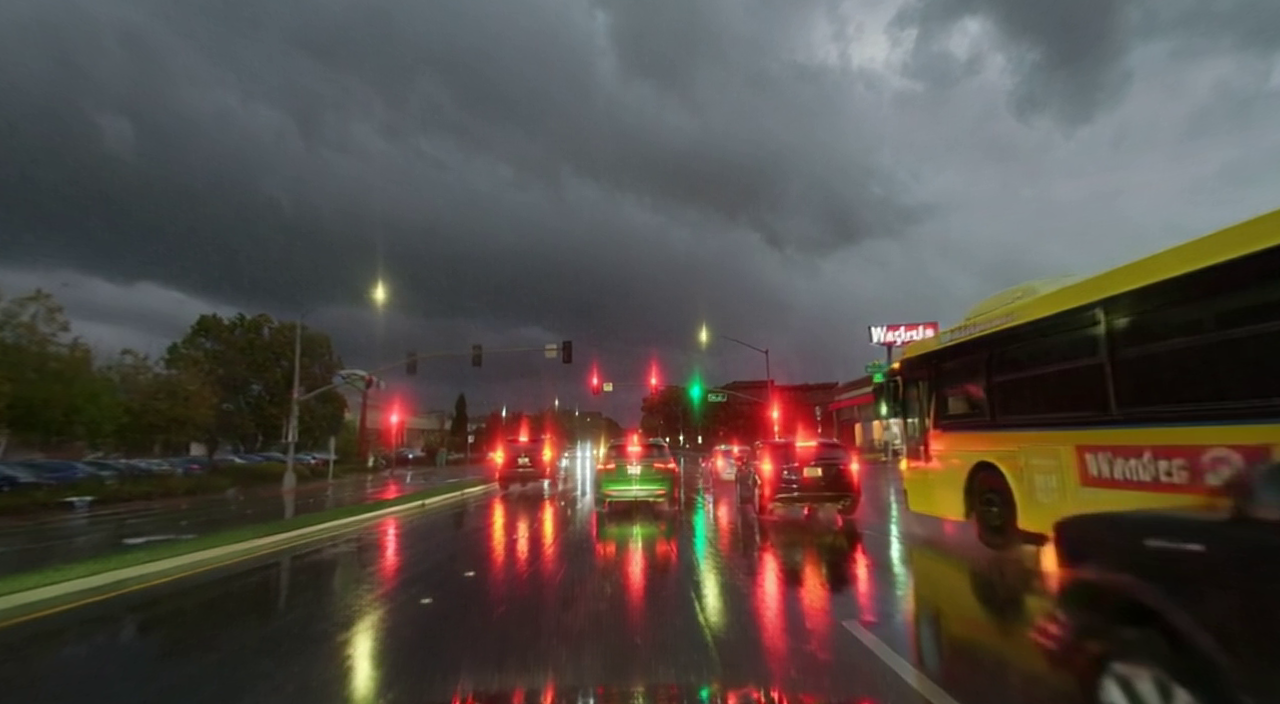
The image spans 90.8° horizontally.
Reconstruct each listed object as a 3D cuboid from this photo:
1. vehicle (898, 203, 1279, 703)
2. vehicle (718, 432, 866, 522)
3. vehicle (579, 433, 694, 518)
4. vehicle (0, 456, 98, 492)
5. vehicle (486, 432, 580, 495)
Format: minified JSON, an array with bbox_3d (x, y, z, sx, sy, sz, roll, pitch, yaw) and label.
[{"bbox_3d":[3.030,0.488,1.228,2.490,1.951,5.931,0,-9,-1],"label":"vehicle"},{"bbox_3d":[2.864,2.451,12.966,1.922,1.508,4.330,0,-9,0],"label":"vehicle"},{"bbox_3d":[-0.076,2.534,13.398,2.071,1.525,3.723,0,-9,0],"label":"vehicle"},{"bbox_3d":[-28.110,5.580,29.029,4.425,1.545,1.894,4,-10,-27],"label":"vehicle"},{"bbox_3d":[-3.148,3.399,19.606,2.180,1.708,4.397,0,-9,0],"label":"vehicle"}]
